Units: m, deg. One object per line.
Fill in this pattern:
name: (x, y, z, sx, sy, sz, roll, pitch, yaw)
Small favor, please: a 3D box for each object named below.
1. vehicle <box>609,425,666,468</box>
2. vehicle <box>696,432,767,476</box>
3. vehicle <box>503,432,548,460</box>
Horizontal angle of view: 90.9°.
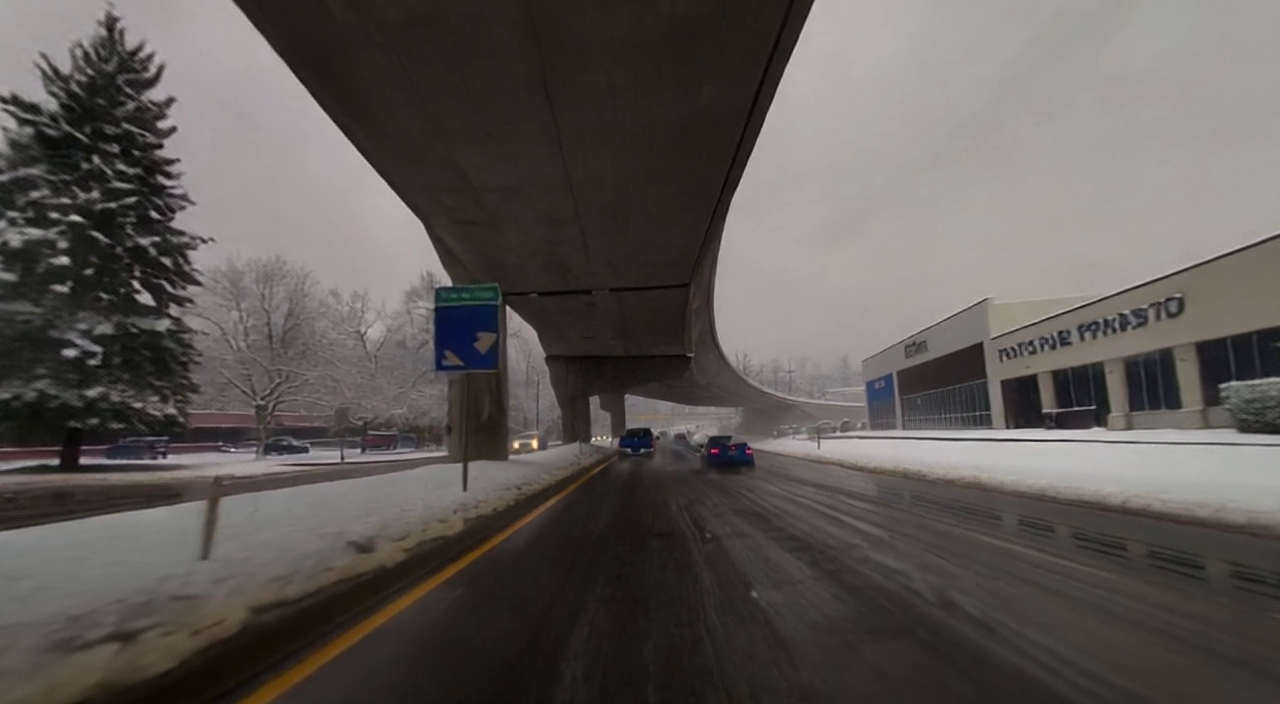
vehicle: (-0.051, 4.377, 29.206, 2.441, 1.813, 4.581, 0, -8, 1)
vehicle: (3.343, 3.828, 23.948, 1.954, 1.479, 4.557, 0, -8, -1)
vehicle: (-7.957, 6.585, 44.230, 2.137, 1.811, 4.549, -1, -8, 3)
